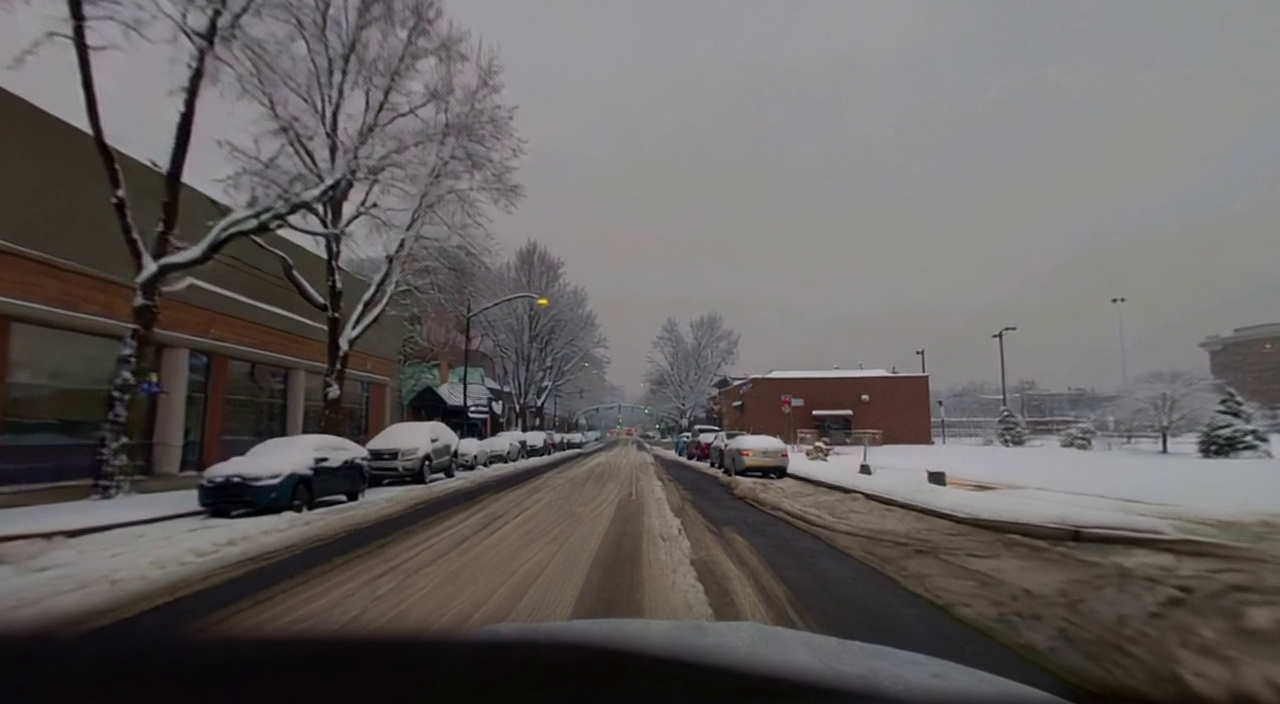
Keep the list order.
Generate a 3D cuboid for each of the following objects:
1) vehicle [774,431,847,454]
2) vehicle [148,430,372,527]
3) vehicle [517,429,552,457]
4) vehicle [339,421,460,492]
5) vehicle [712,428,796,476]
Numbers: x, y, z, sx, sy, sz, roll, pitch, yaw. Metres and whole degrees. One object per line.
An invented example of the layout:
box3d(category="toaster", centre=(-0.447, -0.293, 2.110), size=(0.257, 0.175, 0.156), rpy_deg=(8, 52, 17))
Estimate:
box3d(category="vehicle", centre=(11.928, 6.354, 44.136), size=(4.499, 1.558, 2.007), rpy_deg=(-5, -9, 28))
box3d(category="vehicle", centre=(-7.244, 2.393, 12.732), size=(1.917, 1.487, 4.659), rpy_deg=(-2, -8, -4))
box3d(category="vehicle", centre=(-7.702, 6.788, 46.504), size=(1.996, 1.770, 5.518), rpy_deg=(-2, -10, -4))
box3d(category="vehicle", centre=(-7.303, 3.163, 19.776), size=(2.238, 1.891, 4.780), rpy_deg=(-1, -7, -4))
box3d(category="vehicle", centre=(3.892, 3.520, 22.452), size=(1.973, 1.494, 4.867), rpy_deg=(0, -8, -1))
